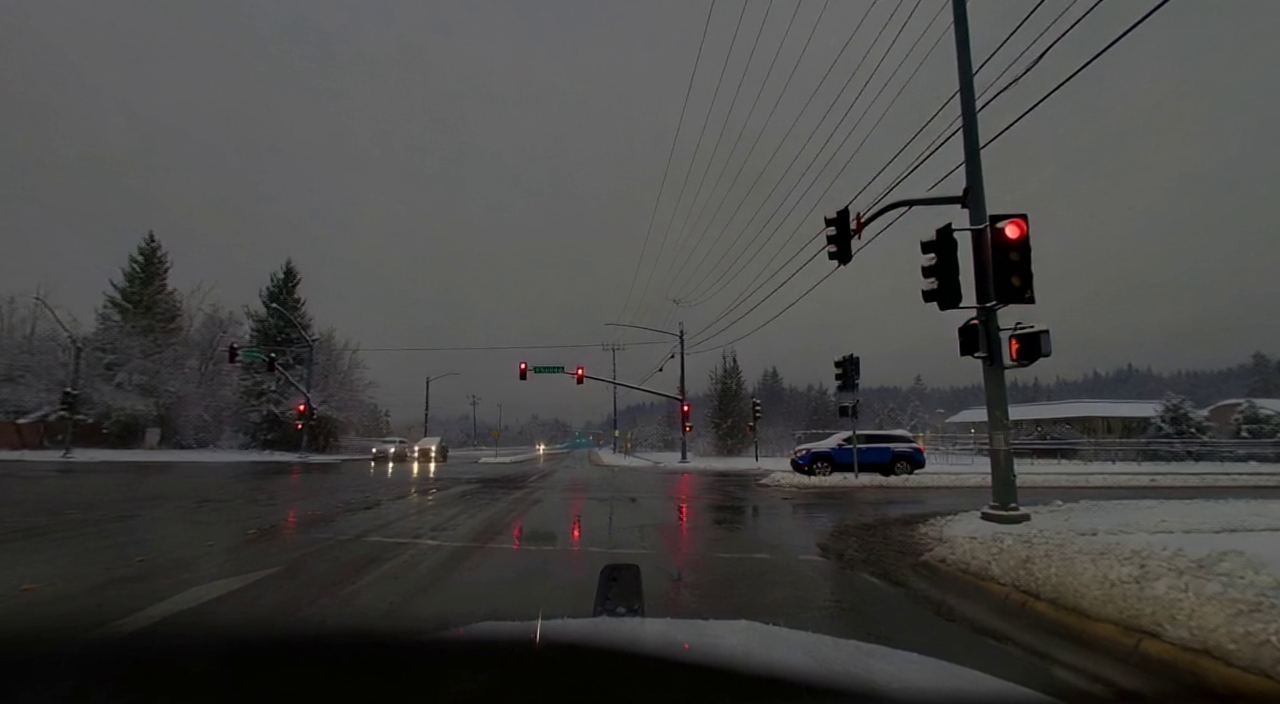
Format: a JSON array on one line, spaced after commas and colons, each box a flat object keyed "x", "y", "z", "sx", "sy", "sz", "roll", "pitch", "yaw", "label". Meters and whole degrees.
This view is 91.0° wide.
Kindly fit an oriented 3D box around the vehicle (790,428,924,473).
[{"x": 8.702, "y": 4.019, "z": 25.724, "sx": 4.884, "sy": 1.714, "sz": 2.021, "roll": -2, "pitch": -9, "yaw": 12, "label": "vehicle"}]
